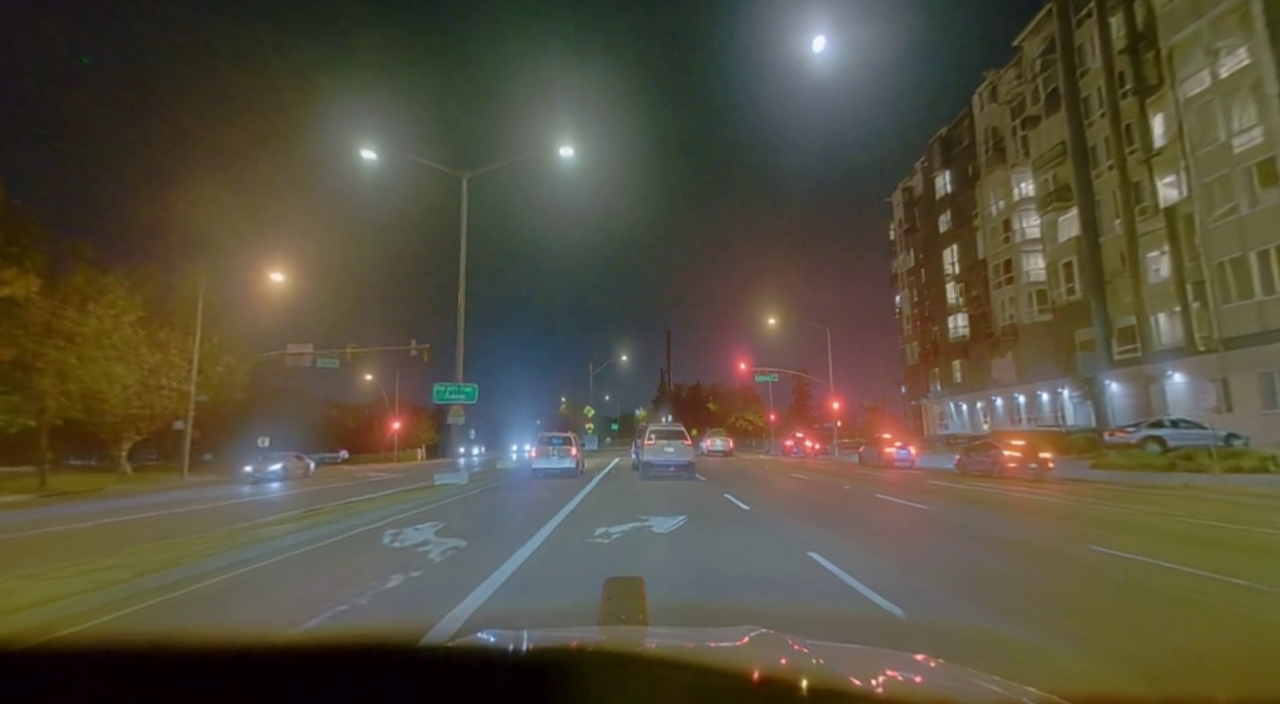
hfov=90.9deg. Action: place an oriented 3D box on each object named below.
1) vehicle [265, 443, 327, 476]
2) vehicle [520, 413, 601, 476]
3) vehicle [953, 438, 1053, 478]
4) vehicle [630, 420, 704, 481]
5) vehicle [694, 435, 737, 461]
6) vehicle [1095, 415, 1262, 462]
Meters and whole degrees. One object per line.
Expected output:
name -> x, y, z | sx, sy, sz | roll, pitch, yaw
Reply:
vehicle -> -16.962, 5.278, 31.289 | 1.993, 1.462, 4.586 | 3, -9, -20
vehicle -> -2.838, 3.496, 23.895 | 2.396, 2.143, 4.824 | 0, -8, 1
vehicle -> 14.339, 4.192, 25.153 | 1.706, 1.474, 3.761 | 0, -8, 0
vehicle -> 0.795, 3.268, 21.097 | 2.222, 1.841, 4.031 | 0, -8, -1
vehicle -> 4.657, 6.008, 39.549 | 2.075, 1.486, 4.316 | 0, -8, -1
vehicle -> 23.274, 3.797, 27.451 | 5.050, 1.756, 2.206 | -2, -9, 1
